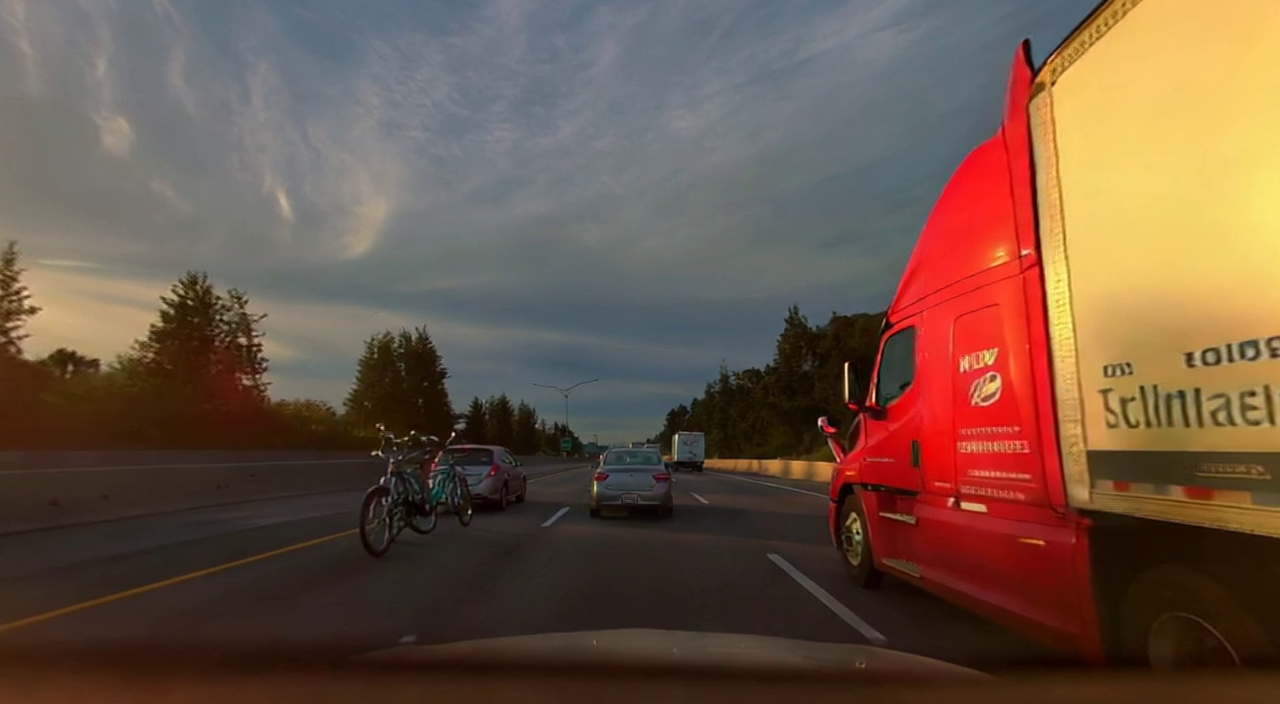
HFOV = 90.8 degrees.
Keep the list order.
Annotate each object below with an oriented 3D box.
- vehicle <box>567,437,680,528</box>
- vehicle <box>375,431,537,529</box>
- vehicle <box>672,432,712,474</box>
[{"bbox_3d":[-0.291,2.579,12.896,1.973,1.574,3.426,0,-9,0],"label":"vehicle"},{"bbox_3d":[-3.562,2.585,13.267,1.985,1.671,4.604,0,-9,0],"label":"vehicle"},{"bbox_3d":[3.475,6.955,43.634,2.234,2.679,5.372,0,-9,-1],"label":"vehicle"}]
